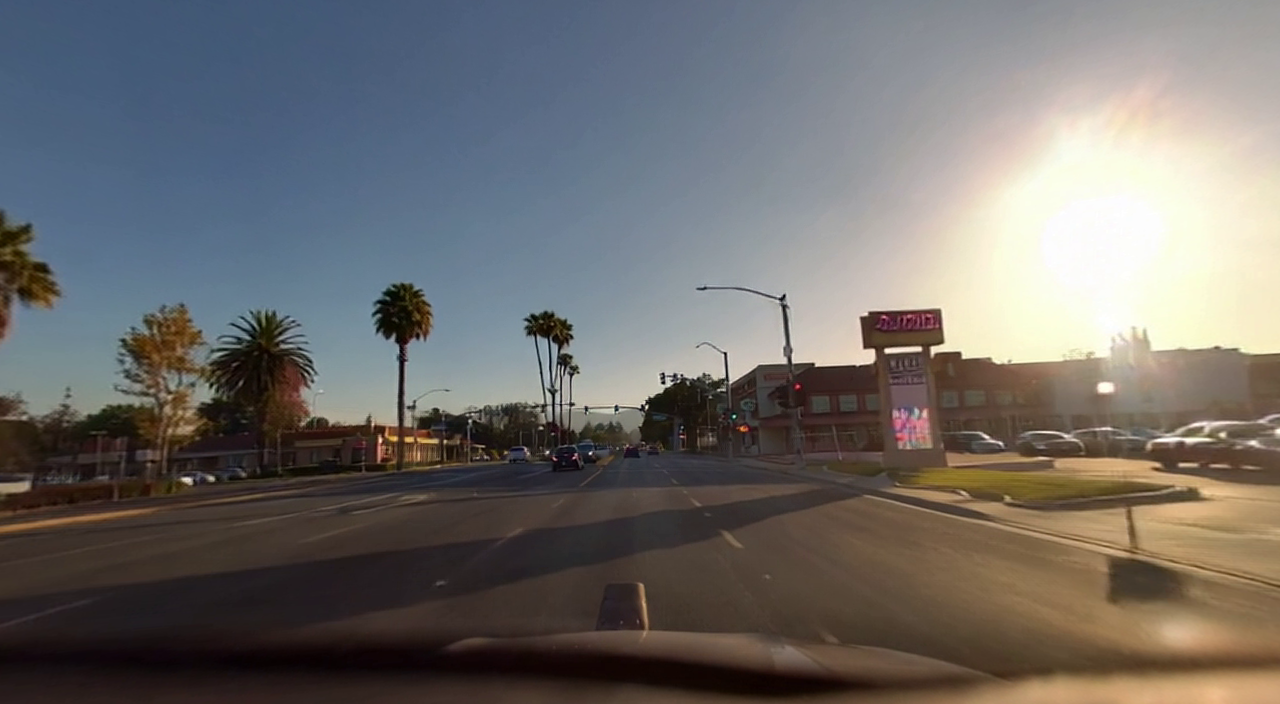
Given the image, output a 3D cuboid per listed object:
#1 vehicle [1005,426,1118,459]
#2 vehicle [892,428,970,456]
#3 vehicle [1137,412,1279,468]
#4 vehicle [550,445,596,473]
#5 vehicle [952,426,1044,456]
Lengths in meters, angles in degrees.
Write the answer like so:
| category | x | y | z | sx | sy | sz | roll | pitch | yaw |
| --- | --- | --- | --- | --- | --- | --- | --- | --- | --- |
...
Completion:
| category | x | y | z | sx | sy | sz | roll | pitch | yaw |
| --- | --- | --- | --- | --- | --- | --- | --- | --- | --- |
| vehicle | 21.396 | 4.674 | 32.313 | 4.505 | 1.584 | 2.015 | -5 | -10 | 27 |
| vehicle | 20.744 | 6.441 | 45.035 | 4.753 | 1.809 | 2.016 | -6 | -9 | 28 |
| vehicle | 21.273 | 3.181 | 22.675 | 4.764 | 1.846 | 2.370 | -4 | -9 | 21 |
| vehicle | -3.678 | 5.990 | 35.546 | 2.181 | 1.483 | 4.123 | 0 | -9 | 0 |
| vehicle | 21.625 | 5.438 | 38.362 | 4.600 | 1.677 | 1.980 | -5 | -10 | 26 |
